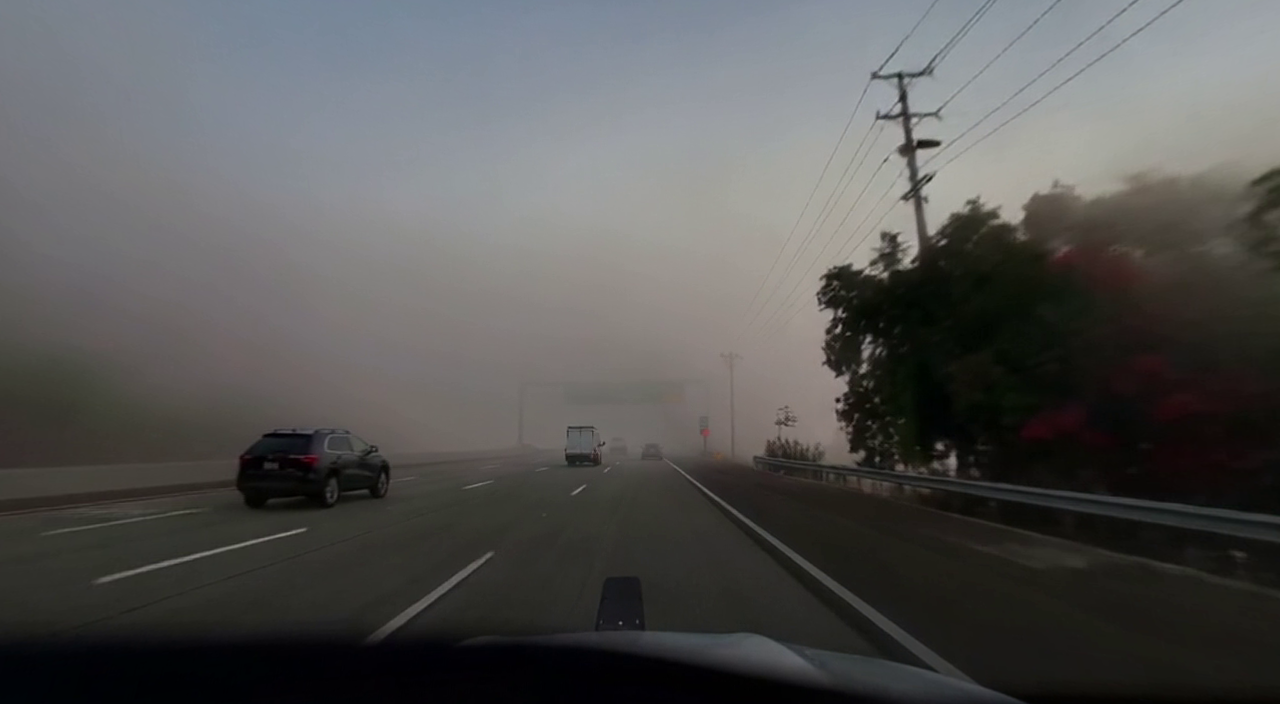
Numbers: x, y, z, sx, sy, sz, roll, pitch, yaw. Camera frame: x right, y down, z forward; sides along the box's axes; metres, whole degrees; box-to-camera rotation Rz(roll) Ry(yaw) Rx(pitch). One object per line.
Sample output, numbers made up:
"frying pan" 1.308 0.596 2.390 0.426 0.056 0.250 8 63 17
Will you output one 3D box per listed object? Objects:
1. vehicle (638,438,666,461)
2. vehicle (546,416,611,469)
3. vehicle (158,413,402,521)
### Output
"vehicle" 0.957 7.400 47.696 2.038 1.677 4.219 0 -9 2
"vehicle" -3.549 5.647 39.020 2.915 2.885 9.394 0 -9 1
"vehicle" -7.410 2.442 13.895 2.192 1.893 5.330 0 -9 0
